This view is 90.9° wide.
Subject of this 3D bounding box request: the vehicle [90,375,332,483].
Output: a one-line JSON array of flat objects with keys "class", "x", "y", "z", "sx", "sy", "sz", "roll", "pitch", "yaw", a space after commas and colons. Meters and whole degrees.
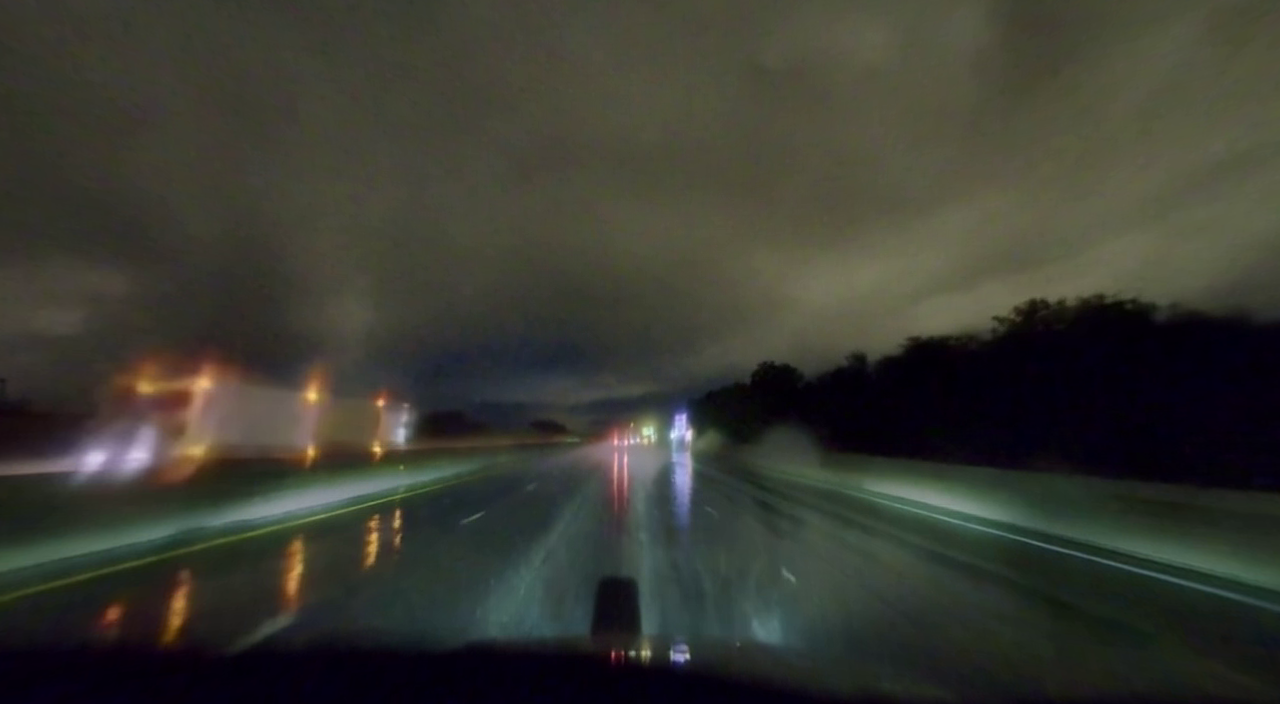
[{"class": "vehicle", "x": -18.414, "y": 3.573, "z": 28.733, "sx": 3.006, "sy": 3.914, "sz": 11.500, "roll": 0, "pitch": -8, "yaw": -1}]
